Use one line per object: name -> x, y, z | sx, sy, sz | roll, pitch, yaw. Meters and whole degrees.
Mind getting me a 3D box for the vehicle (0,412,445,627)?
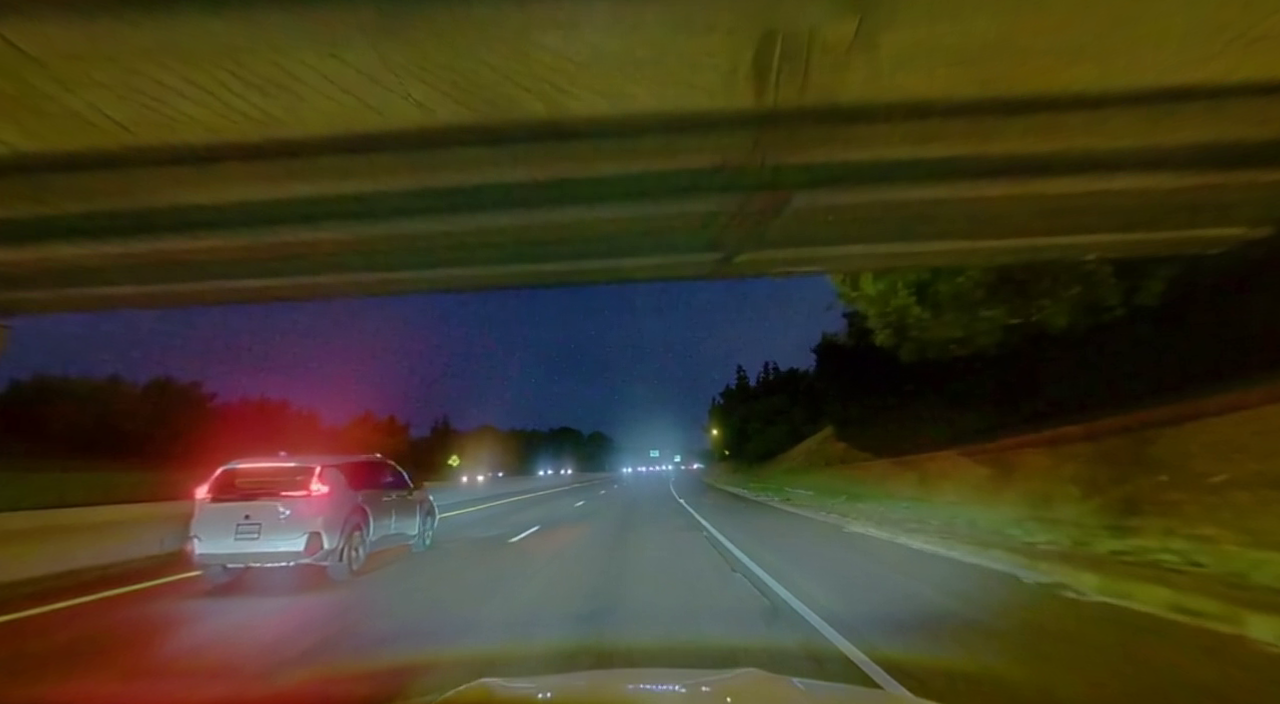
vehicle -> -4.185, 1.798, 7.529 | 2.141, 1.697, 4.641 | 1, -11, 1
